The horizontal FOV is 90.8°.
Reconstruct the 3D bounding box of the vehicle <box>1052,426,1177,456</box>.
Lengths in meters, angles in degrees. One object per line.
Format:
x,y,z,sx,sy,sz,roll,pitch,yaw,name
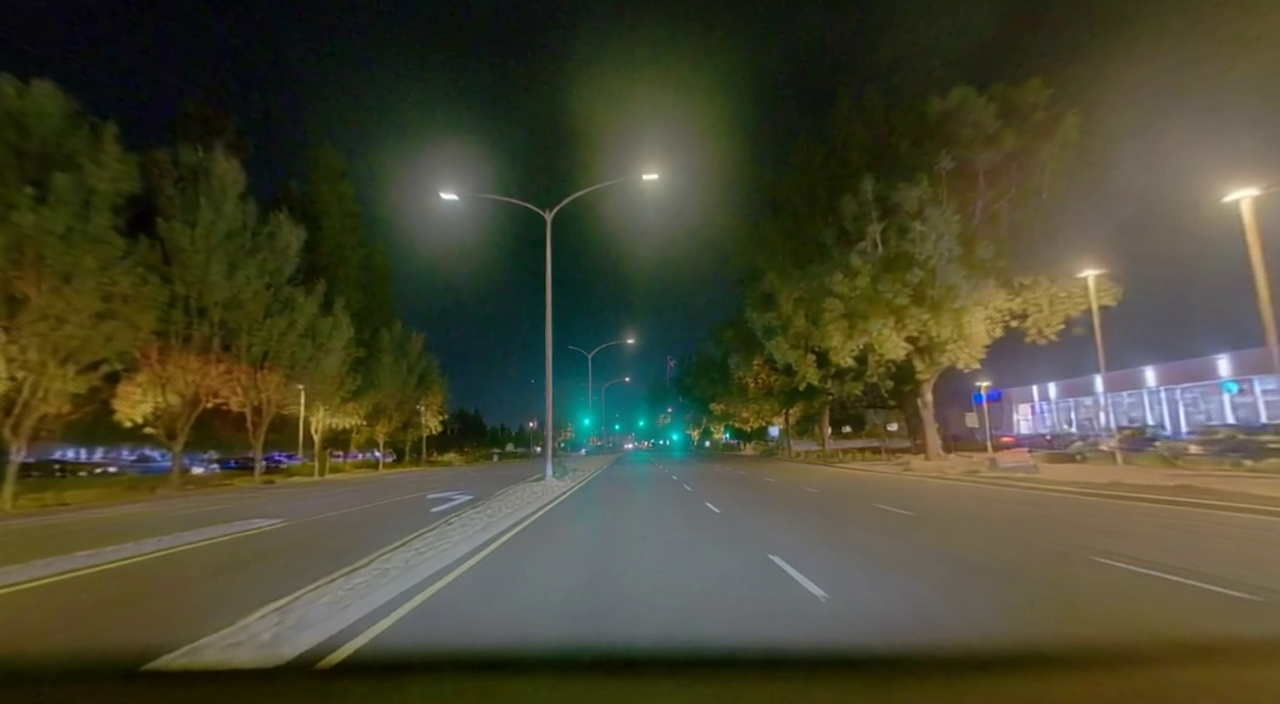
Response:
24.012,4.542,32.175,1.819,1.401,4.665,4,-10,-29,vehicle

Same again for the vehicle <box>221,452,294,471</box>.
-29.854,8.552,49.428,4.410,1.401,1.929,0,-8,-2,vehicle

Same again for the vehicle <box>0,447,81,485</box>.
-30.091,5.499,30.324,4.528,1.695,1.945,-1,-9,-4,vehicle

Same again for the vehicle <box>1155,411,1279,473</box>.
17.765,2.663,18.665,4.638,1.648,1.887,3,-9,-24,vehicle

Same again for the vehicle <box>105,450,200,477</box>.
-29.836,6.827,38.759,4.293,1.524,1.850,0,-8,1,vehicle
